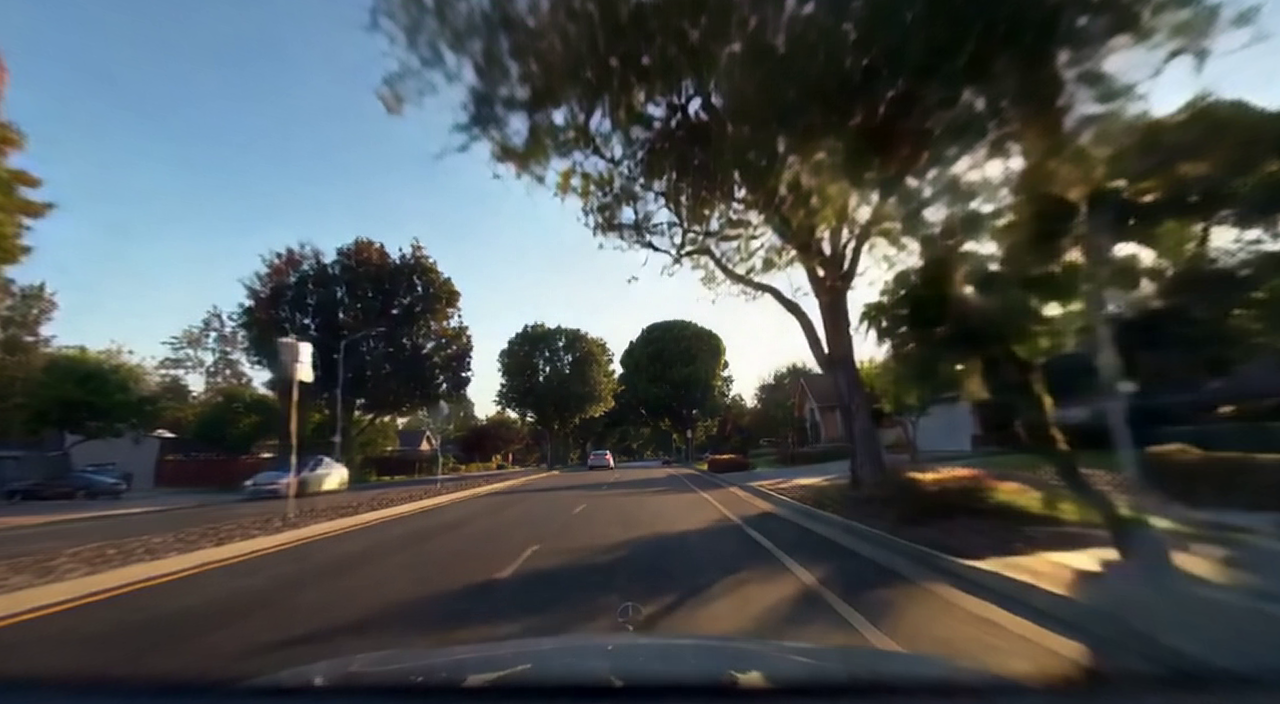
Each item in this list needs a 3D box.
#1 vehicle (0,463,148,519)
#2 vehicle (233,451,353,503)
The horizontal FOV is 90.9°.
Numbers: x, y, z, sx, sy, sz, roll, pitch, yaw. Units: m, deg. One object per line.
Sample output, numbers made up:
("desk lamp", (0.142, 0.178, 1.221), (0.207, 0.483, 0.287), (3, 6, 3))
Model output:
("vehicle", (-19.527, 4.606, 21.097), (4.553, 1.681, 1.931), (-1, -8, 4))
("vehicle", (-13.319, 4.780, 24.594), (2.005, 1.739, 4.563), (0, -8, 1))
